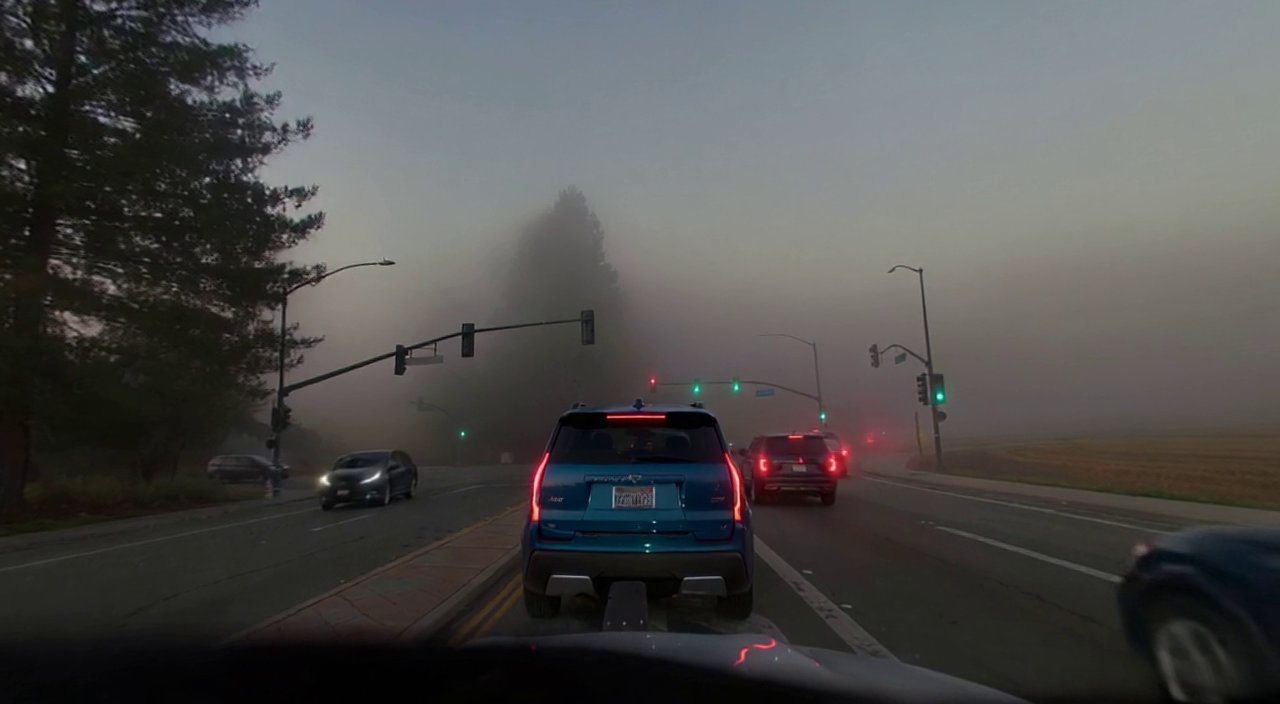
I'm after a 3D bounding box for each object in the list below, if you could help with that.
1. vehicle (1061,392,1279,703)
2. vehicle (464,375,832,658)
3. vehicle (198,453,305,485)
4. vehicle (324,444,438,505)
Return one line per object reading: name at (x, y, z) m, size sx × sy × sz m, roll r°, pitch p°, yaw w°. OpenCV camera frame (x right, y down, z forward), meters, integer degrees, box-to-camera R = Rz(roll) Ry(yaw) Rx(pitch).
vehicle at (3.421, 0.746, 1.350) m, size 2.097 × 1.473 × 4.252 m, roll 0°, pitch -8°, yaw 0°
vehicle at (0.050, 1.336, 6.119) m, size 2.298 × 1.770 × 4.138 m, roll 0°, pitch -8°, yaw 0°
vehicle at (-21.325, 6.419, 34.722) m, size 4.605 × 1.626 × 2.251 m, roll -2°, pitch -8°, yaw 9°
vehicle at (-8.039, 3.798, 20.113) m, size 2.026 × 1.680 × 4.608 m, roll 1°, pitch -8°, yaw -5°
